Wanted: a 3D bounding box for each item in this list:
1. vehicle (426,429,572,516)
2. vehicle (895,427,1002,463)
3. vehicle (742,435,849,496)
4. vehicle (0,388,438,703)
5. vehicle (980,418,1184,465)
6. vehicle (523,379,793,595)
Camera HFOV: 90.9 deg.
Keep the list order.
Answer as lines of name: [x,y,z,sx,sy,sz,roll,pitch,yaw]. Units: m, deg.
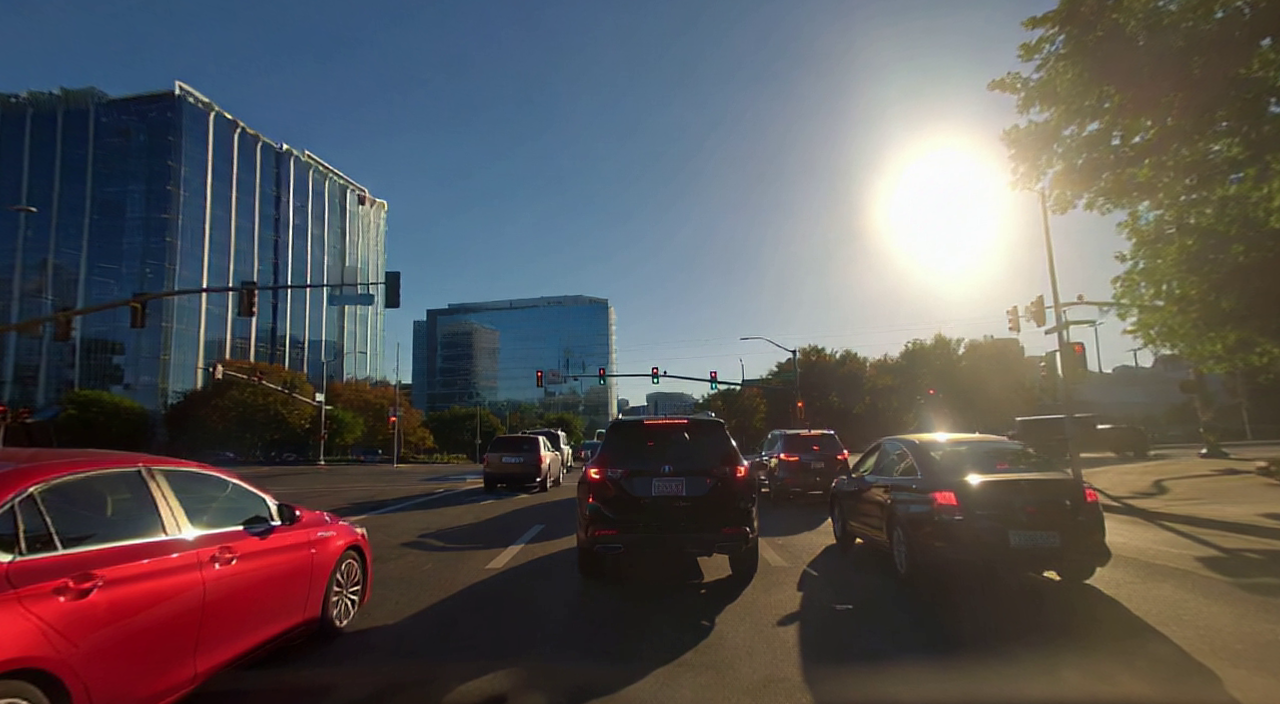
vehicle: [-2.681,2.394,13.073,1.851,1.502,4.042,0,-8,4]
vehicle: [14.284,4.361,29.444,4.026,1.573,2.271,-2,-9,14]
vehicle: [4.102,3.059,17.348,1.979,1.453,4.011,0,-8,1]
vehicle: [-3.217,1.194,4.393,1.958,1.494,4.624,0,-8,2]
vehicle: [19.633,4.005,28.420,6.879,1.984,2.808,-1,-7,8]
vehicle: [0.205,1.466,7.644,2.300,1.832,4.331,0,-8,1]
